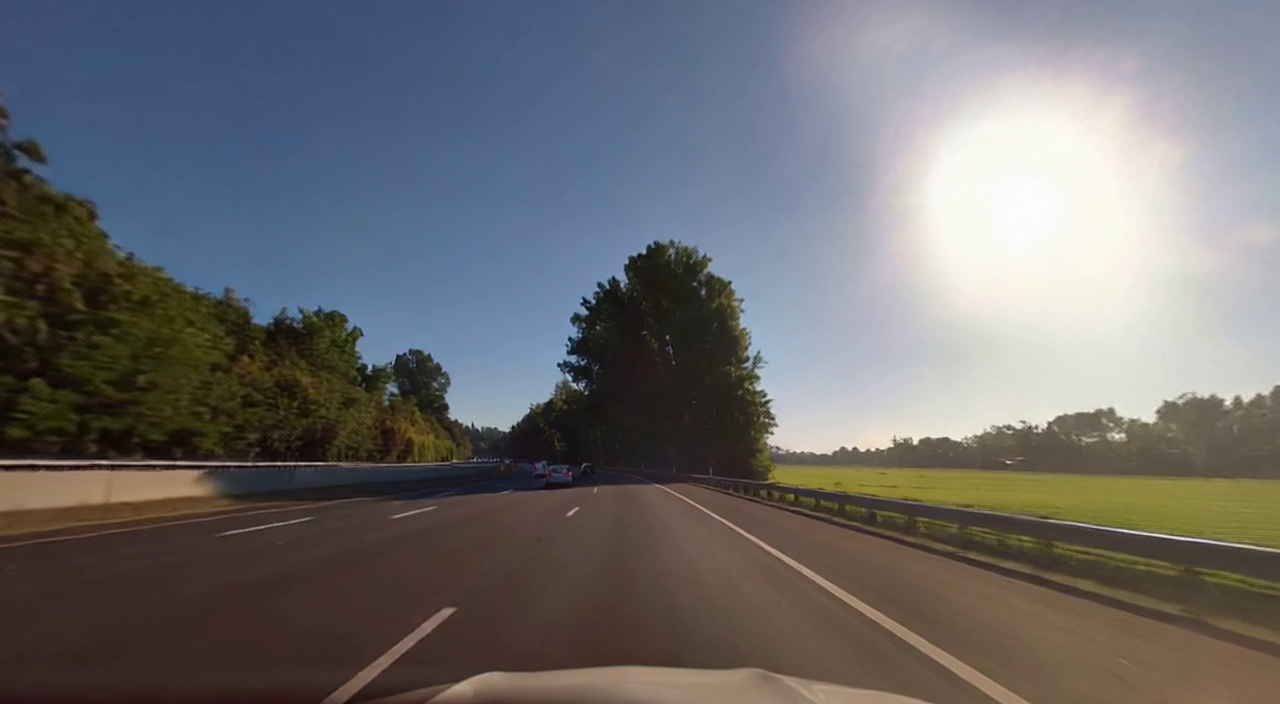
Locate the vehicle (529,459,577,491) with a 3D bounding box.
[{"bbox_3d":[-4.628,6.669,34.342,2.115,1.546,4.638,1,-10,-2],"label":"vehicle"}]
